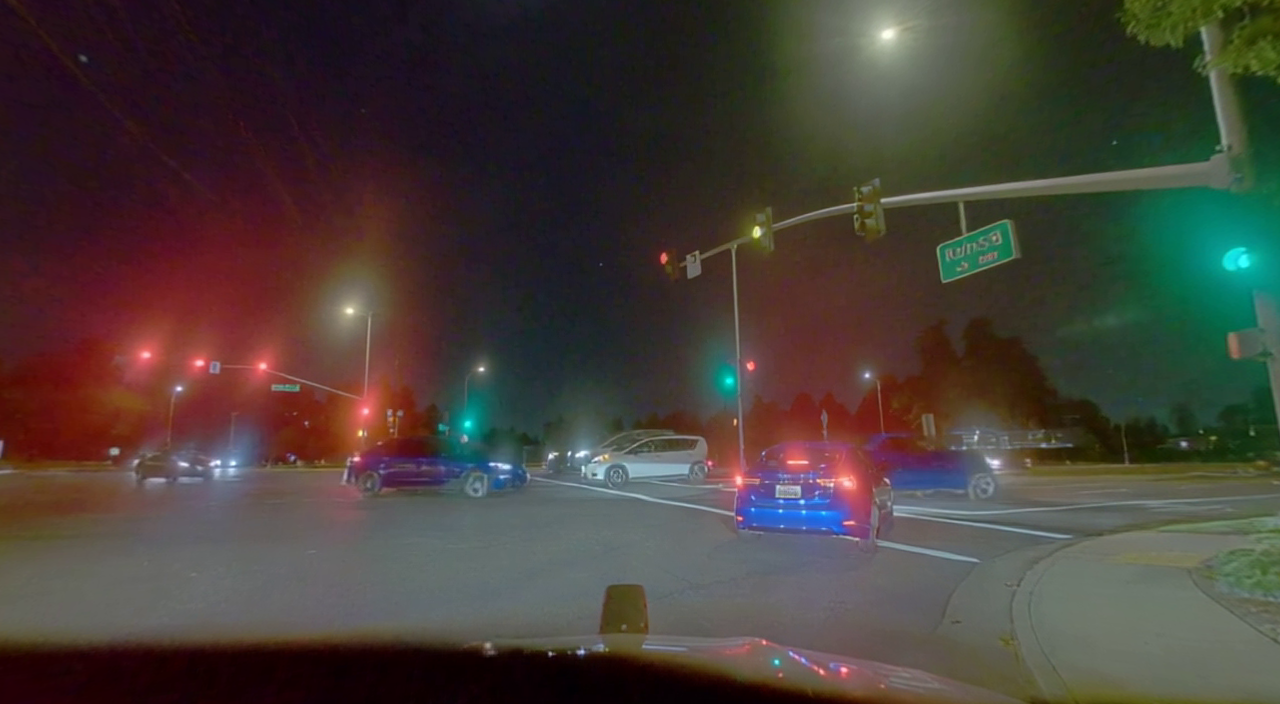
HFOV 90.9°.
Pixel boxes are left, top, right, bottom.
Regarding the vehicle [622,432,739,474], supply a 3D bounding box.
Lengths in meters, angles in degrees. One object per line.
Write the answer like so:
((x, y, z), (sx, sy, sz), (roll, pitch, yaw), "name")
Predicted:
((1.673, 4.148, 26.087), (4.483, 1.589, 1.852), (4, -9, -26), "vehicle")

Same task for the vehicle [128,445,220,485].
((-18.705, 4.452, 25.223), (4.589, 1.462, 1.953), (-8, -11, 42), "vehicle")

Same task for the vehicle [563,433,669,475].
((-1.067, 4.581, 28.515), (4.360, 1.749, 1.895), (4, -10, -29), "vehicle")

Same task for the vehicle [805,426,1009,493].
((8.049, 3.205, 19.143), (5.332, 1.807, 2.450), (3, -9, -19), "vehicle")

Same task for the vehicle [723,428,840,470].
((7.342, 5.051, 32.580), (5.791, 1.964, 2.199), (6, -10, -27), "vehicle")

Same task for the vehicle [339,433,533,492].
((-5.639, 3.038, 17.592), (4.826, 1.484, 2.000), (-3, -9, 17), "vehicle")
